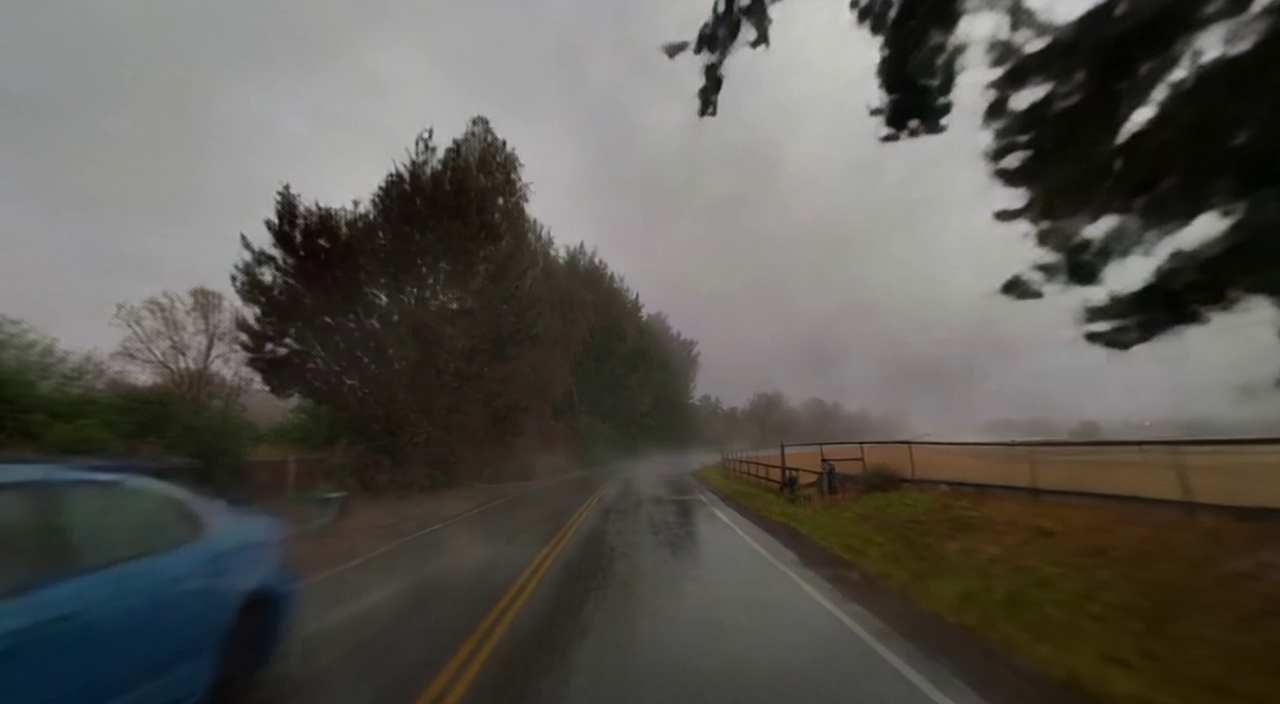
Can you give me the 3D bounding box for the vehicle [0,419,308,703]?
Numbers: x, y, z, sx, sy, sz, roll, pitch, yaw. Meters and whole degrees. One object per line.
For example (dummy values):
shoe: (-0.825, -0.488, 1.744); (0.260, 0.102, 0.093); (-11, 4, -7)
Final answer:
vehicle: (-2.708, 0.904, 1.368); (1.987, 1.521, 3.649); (0, -8, 0)
